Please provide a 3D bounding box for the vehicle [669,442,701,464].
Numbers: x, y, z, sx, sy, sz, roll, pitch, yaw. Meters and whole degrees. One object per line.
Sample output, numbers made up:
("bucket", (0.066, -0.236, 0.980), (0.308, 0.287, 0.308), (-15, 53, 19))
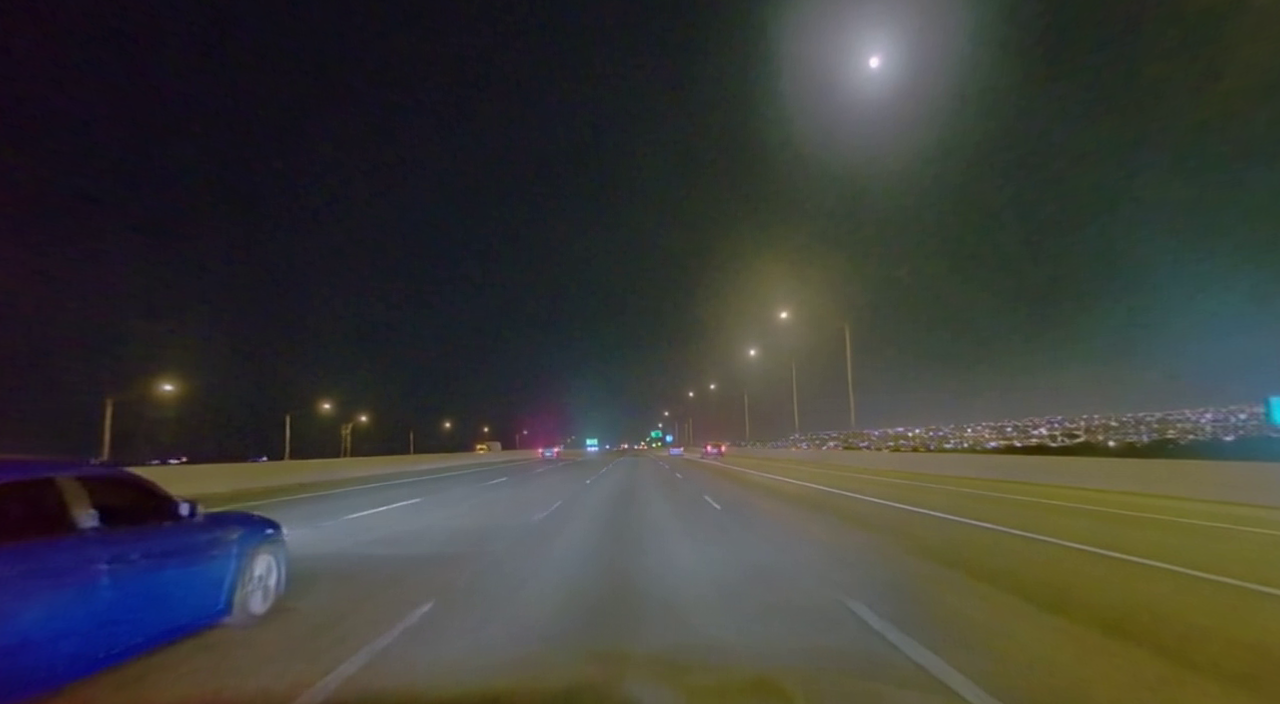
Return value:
("vehicle", (3.223, 7.366, 46.067), (2.000, 1.533, 3.770), (0, -8, -1))
